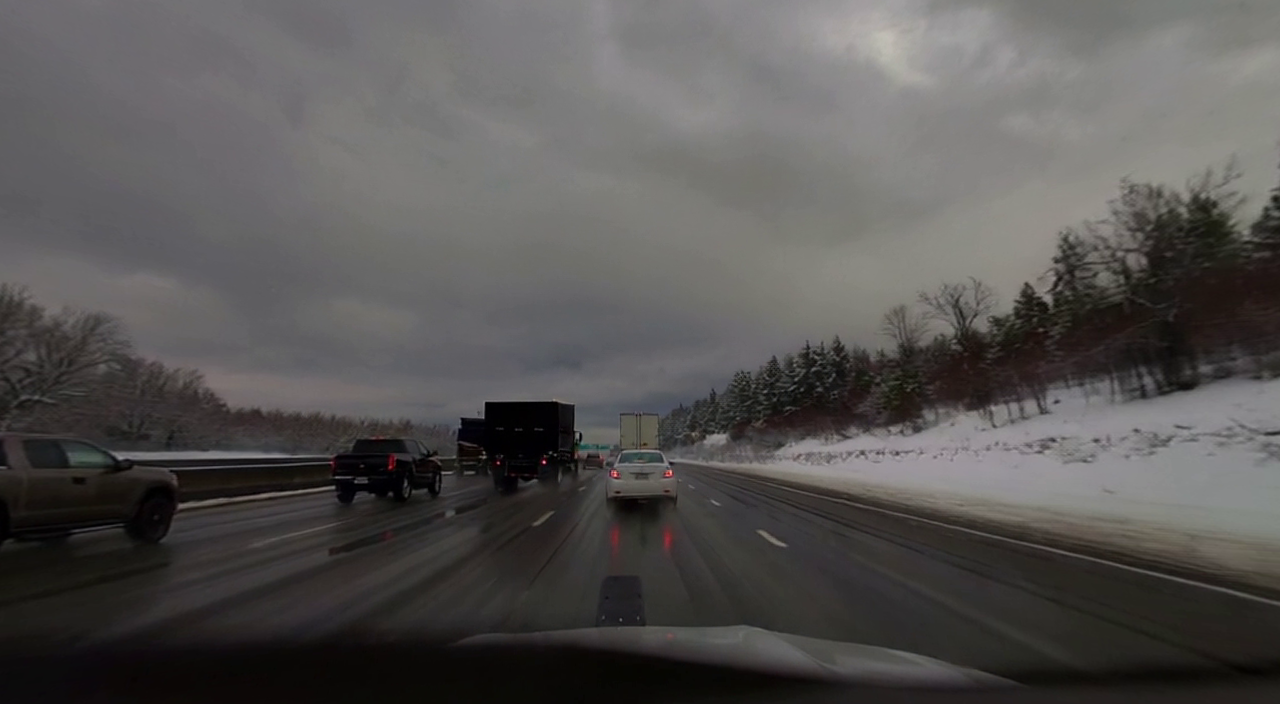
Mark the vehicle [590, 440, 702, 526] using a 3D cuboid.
[{"bbox_3d":[0.087,2.603,12.994,1.995,1.495,3.380,0,-9,-1],"label":"vehicle"}]

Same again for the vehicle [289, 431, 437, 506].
[{"bbox_3d":[-7.271,3.106,17.147,1.952,1.746,4.332,-1,-9,1],"label":"vehicle"}]

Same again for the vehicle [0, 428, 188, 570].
[{"bbox_3d":[-7.867,1.658,7.234,1.879,1.521,4.623,-1,-9,1],"label":"vehicle"}]

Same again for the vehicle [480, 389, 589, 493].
[{"bbox_3d":[-3.718,3.435,24.203,2.812,3.342,7.248,-1,-9,1],"label":"vehicle"}]

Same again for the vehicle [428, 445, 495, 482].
[{"bbox_3d":[-8.015,5.031,28.680,1.880,1.512,3.758,-1,-9,1],"label":"vehicle"}]
